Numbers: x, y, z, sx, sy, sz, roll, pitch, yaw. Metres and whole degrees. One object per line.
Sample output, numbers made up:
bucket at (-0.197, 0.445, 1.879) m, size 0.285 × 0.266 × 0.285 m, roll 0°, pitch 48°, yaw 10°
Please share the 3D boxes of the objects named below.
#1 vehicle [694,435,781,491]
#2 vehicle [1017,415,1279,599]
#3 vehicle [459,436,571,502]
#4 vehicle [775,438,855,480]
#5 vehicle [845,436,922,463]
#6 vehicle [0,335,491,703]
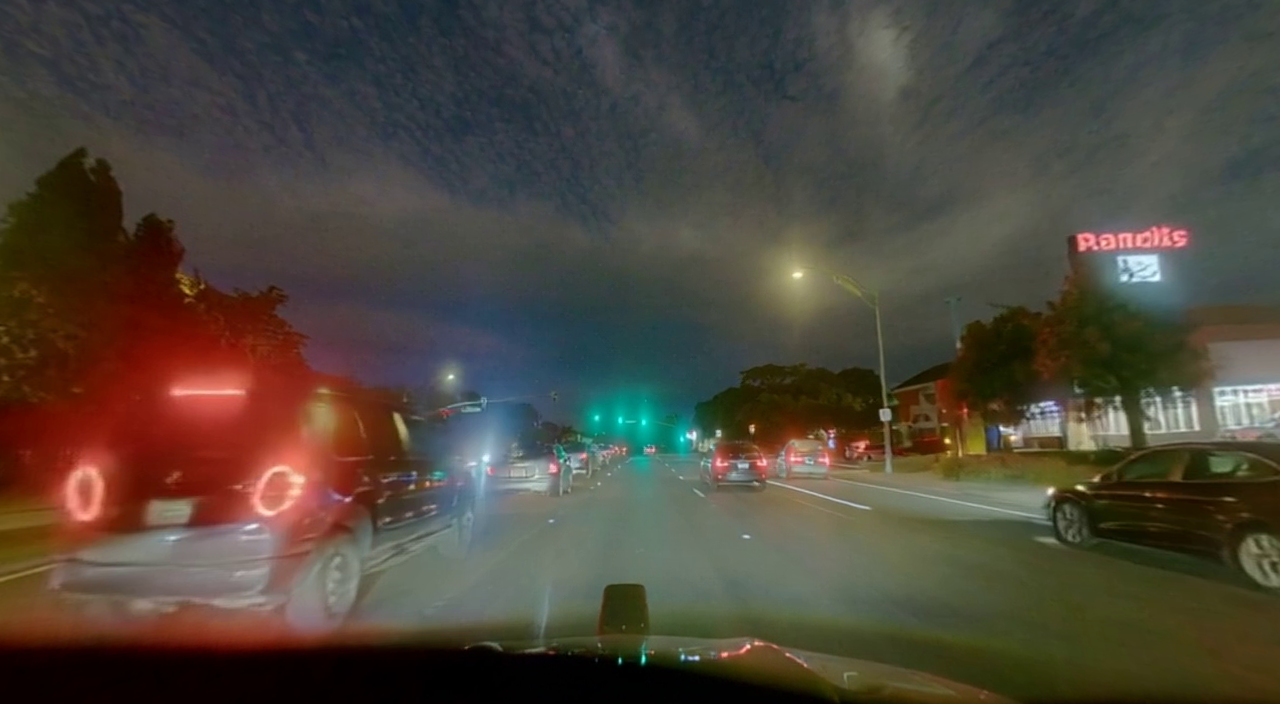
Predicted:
vehicle at (2.890, 3.399, 19.624) m, size 2.004 × 1.512 × 4.206 m, roll 0°, pitch -9°, yaw 0°
vehicle at (6.347, 1.498, 6.610) m, size 1.881 × 1.540 × 4.750 m, roll 0°, pitch -9°, yaw 1°
vehicle at (-3.023, 2.938, 16.274) m, size 1.952 × 1.457 × 4.372 m, roll 0°, pitch -9°, yaw 1°
vehicle at (7.090, 4.385, 26.124) m, size 2.070 × 1.547 × 4.941 m, roll -1°, pitch -9°, yaw 3°
vehicle at (15.595, 6.227, 40.292) m, size 4.337 × 1.614 × 2.043 m, roll 4°, pitch -9°, yaw -24°
vehicle at (-2.822, 1.142, 5.177) m, size 2.117 × 1.799 × 4.442 m, roll 0°, pitch -9°, yaw 0°
